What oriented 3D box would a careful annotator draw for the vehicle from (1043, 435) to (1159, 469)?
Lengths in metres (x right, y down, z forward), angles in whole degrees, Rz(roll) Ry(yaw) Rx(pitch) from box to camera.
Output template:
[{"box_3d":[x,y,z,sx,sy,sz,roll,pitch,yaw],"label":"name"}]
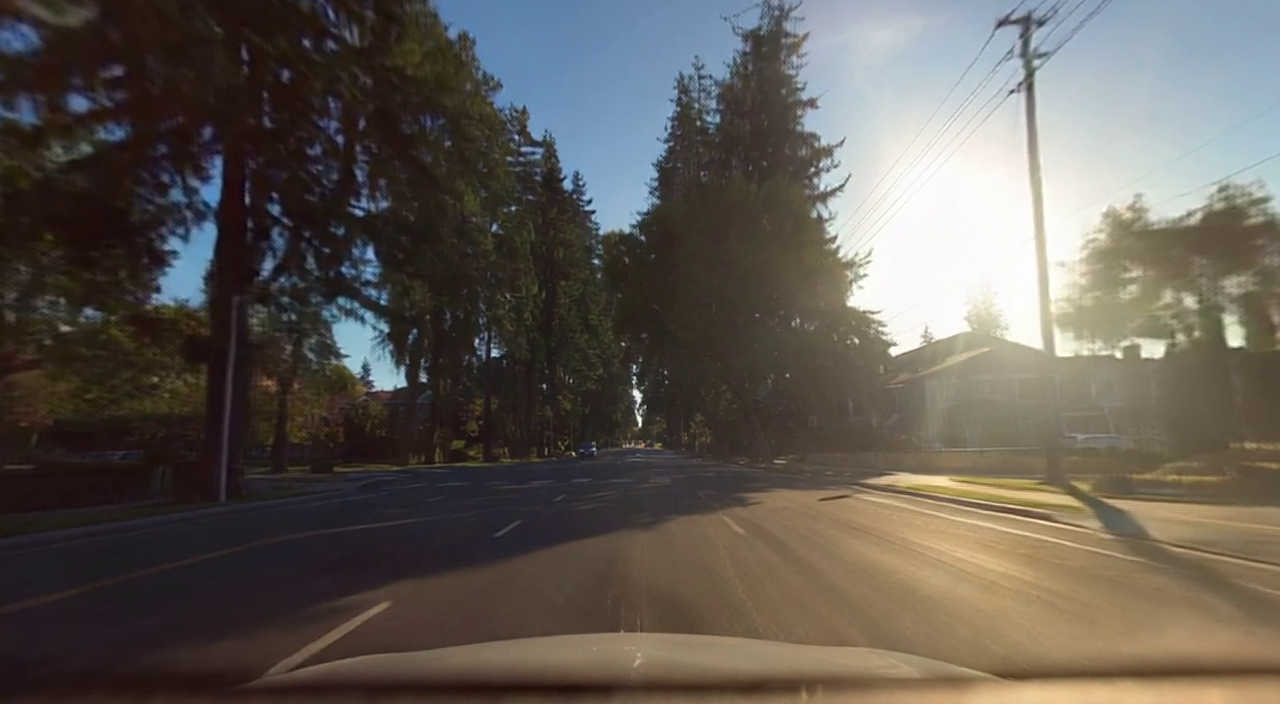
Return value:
[{"box_3d":[24.620,5.347,33.833,4.508,1.687,2.070,-3,-9,19],"label":"vehicle"}]
